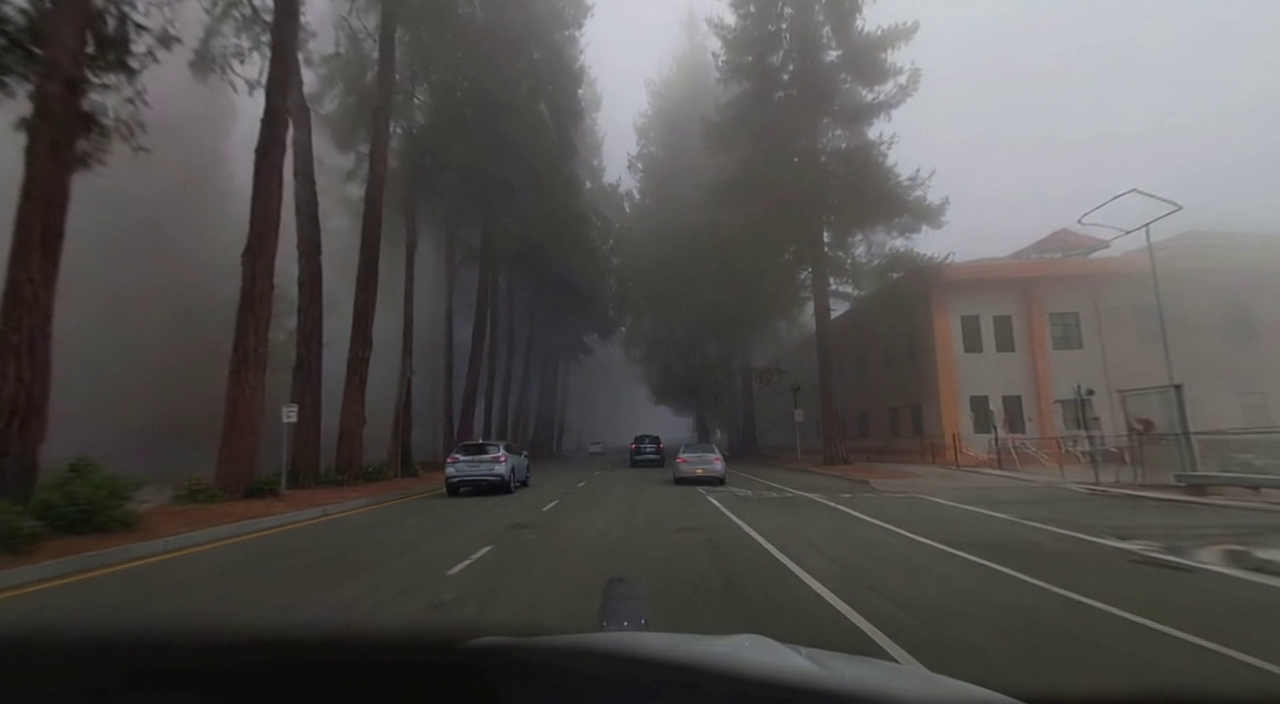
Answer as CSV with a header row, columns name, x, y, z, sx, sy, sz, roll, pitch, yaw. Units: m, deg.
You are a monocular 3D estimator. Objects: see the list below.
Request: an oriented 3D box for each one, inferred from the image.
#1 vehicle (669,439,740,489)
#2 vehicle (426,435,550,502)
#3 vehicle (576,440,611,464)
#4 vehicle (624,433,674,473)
name,x,y,z,sx,sy,sz,roll,pitch,yaw
vehicle,2.054,3.604,20.685,2.086,1.466,4.026,-1,-8,5
vehicle,-3.800,3.000,16.788,2.003,1.507,4.808,0,-8,1
vehicle,-3.257,7.124,45.015,2.062,1.641,4.193,0,-8,1
vehicle,0.469,4.973,31.193,2.289,1.808,4.033,0,-8,1
